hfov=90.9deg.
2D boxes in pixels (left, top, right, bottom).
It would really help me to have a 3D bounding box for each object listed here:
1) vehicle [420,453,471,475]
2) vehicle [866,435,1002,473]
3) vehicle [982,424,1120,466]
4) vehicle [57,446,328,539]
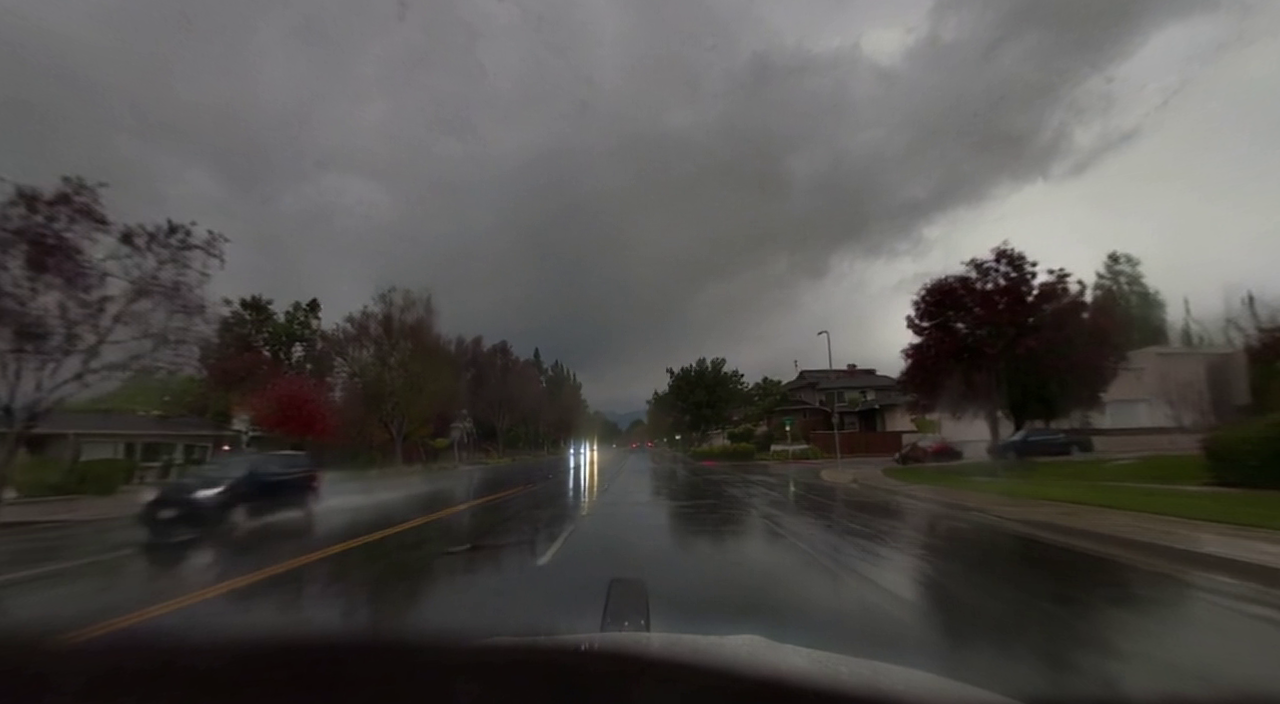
[{"bbox_3d":[-14.049,8.100,45.677,2.557,1.485,2.907,-2,-9,5],"label":"vehicle"},{"bbox_3d":[13.429,4.679,29.063,5.177,1.468,2.090,-3,-7,3],"label":"vehicle"},{"bbox_3d":[18.910,4.318,29.146,4.821,1.832,2.196,1,-9,-1],"label":"vehicle"},{"bbox_3d":[-8.670,2.710,12.966,1.961,1.518,4.846,0,-9,1],"label":"vehicle"}]
